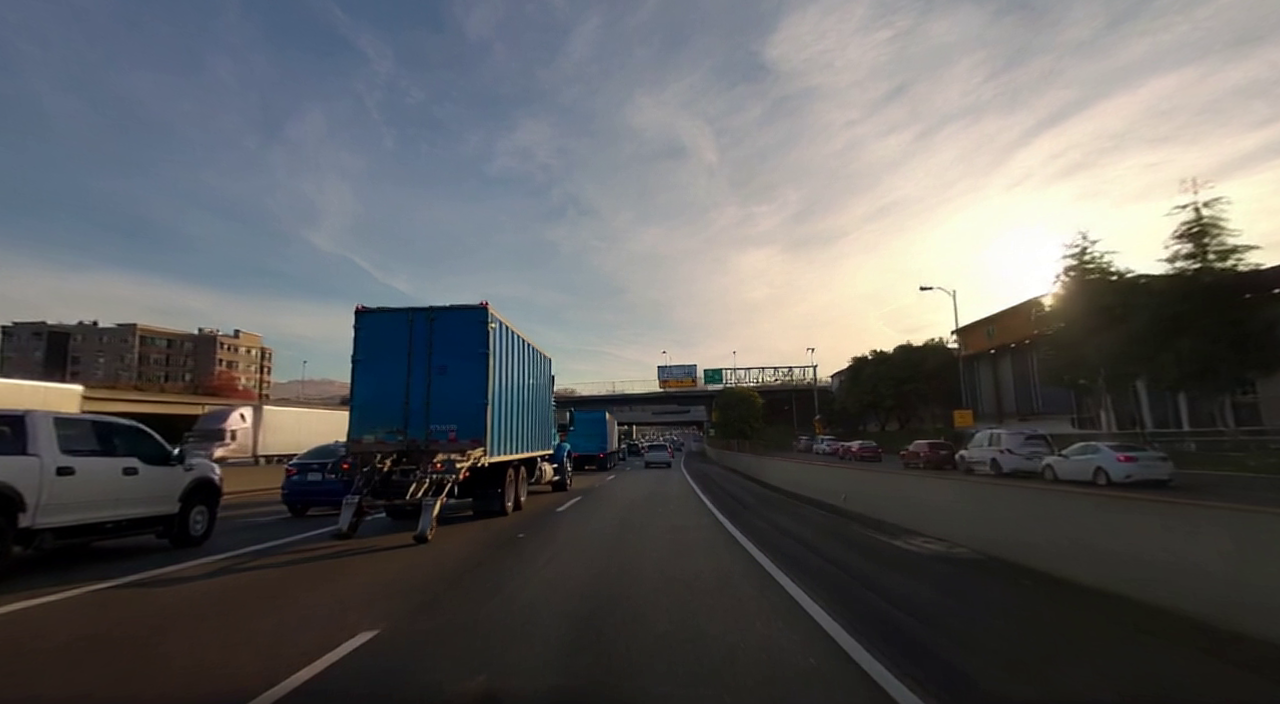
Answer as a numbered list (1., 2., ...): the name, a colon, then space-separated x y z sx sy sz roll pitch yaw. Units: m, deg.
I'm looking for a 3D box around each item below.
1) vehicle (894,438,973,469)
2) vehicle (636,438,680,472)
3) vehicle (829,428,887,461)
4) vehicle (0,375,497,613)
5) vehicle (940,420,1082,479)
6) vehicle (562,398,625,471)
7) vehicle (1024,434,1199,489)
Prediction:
1. vehicle: 14.705 5.113 31.821 2.020 1.439 4.440 -1 -9 3
2. vehicle: 0.961 5.408 33.203 2.178 1.640 4.071 -1 -9 2
3. vehicle: 15.649 6.717 45.579 2.341 2.228 5.669 -1 -9 3
4. vehicle: -3.428 1.363 6.613 2.896 1.779 3.441 -1 -9 3
5. vehicle: 14.378 3.853 24.989 2.241 2.052 5.864 -1 -9 3
6. vehicle: -2.626 5.213 39.128 3.073 3.894 9.782 0 -9 1
7. vehicle: 14.099 3.293 19.287 1.859 1.452 4.749 -1 -9 3
